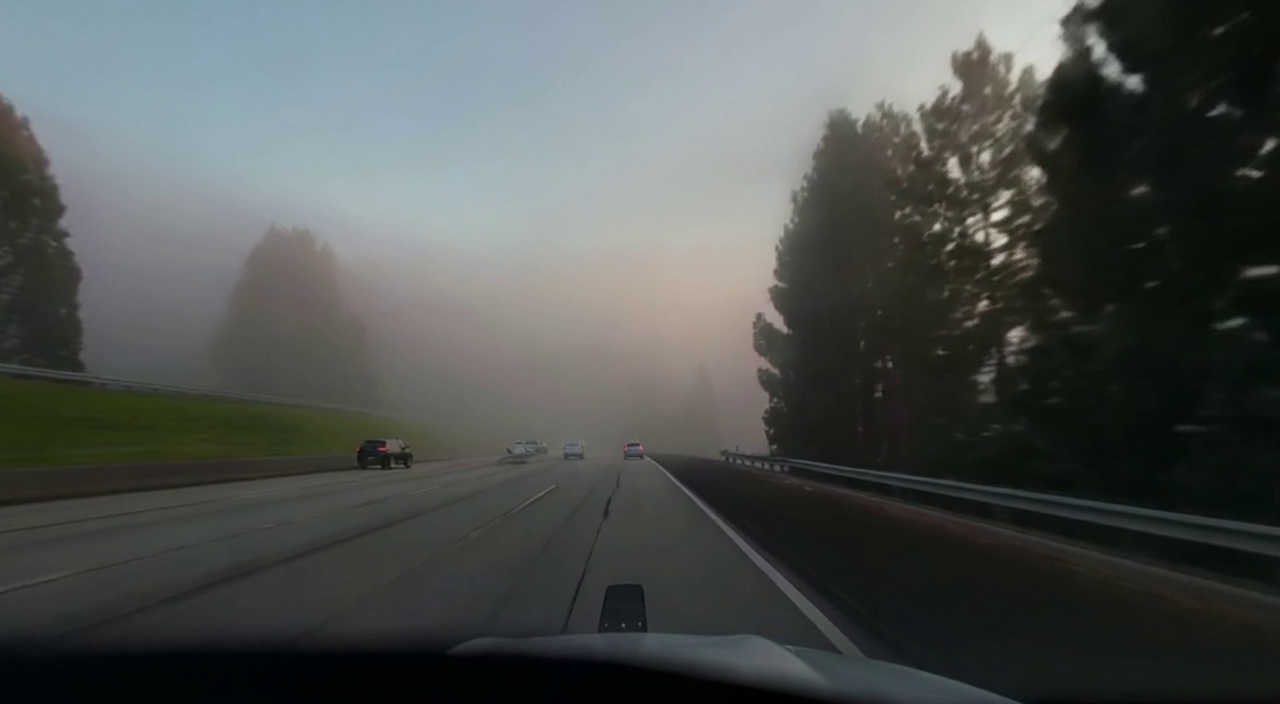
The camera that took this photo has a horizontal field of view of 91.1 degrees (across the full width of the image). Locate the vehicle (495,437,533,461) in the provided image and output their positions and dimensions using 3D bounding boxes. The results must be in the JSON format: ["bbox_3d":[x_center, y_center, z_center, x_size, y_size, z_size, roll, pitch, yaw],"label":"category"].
[{"bbox_3d":[-9.249,7.153,46.548,2.015,1.651,4.432,0,-8,-1],"label":"vehicle"}]

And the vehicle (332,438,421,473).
[{"bbox_3d":[-11.960,4.712,28.932,2.056,1.489,4.852,0,-8,-1],"label":"vehicle"}]

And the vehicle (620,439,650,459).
[{"bbox_3d":[-0.425,7.261,47.137,2.060,1.465,3.974,0,-8,-3],"label":"vehicle"}]
